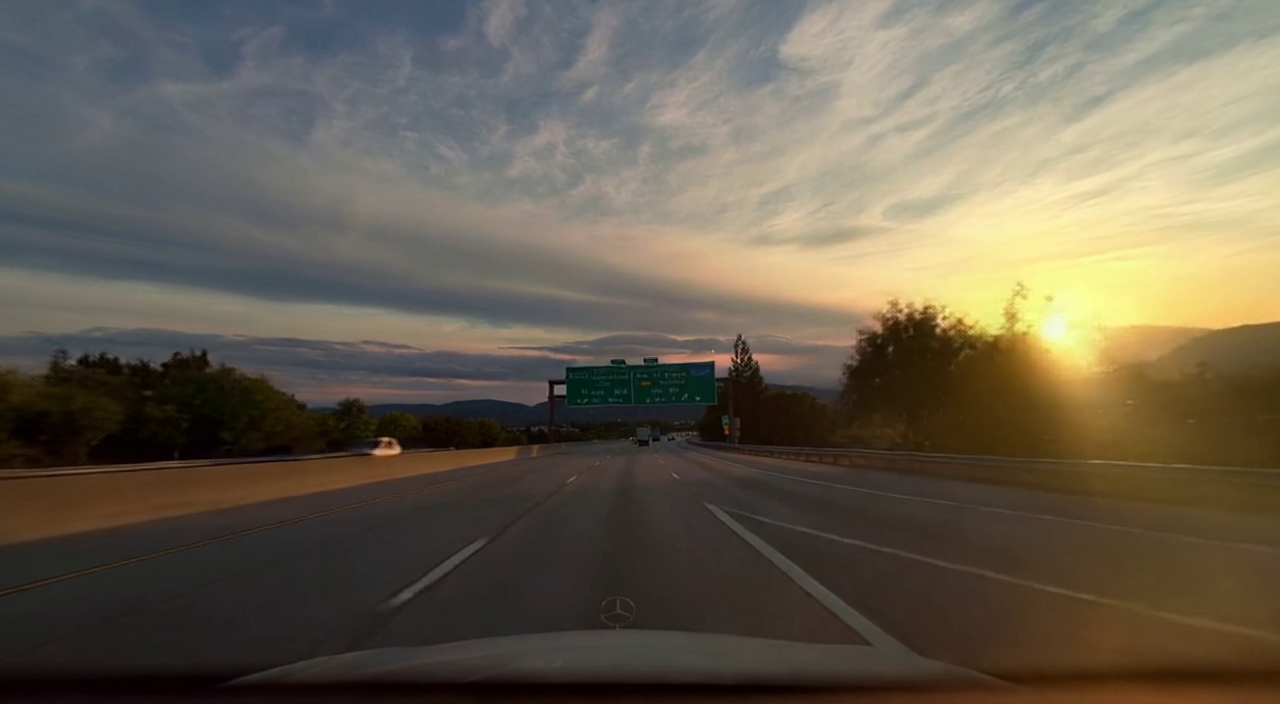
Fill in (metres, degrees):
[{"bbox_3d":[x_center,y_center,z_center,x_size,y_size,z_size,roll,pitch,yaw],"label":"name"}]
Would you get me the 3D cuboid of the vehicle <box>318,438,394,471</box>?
[{"bbox_3d":[-14.757,5.342,32.932,1.974,1.586,4.208,0,-8,0],"label":"vehicle"}]
